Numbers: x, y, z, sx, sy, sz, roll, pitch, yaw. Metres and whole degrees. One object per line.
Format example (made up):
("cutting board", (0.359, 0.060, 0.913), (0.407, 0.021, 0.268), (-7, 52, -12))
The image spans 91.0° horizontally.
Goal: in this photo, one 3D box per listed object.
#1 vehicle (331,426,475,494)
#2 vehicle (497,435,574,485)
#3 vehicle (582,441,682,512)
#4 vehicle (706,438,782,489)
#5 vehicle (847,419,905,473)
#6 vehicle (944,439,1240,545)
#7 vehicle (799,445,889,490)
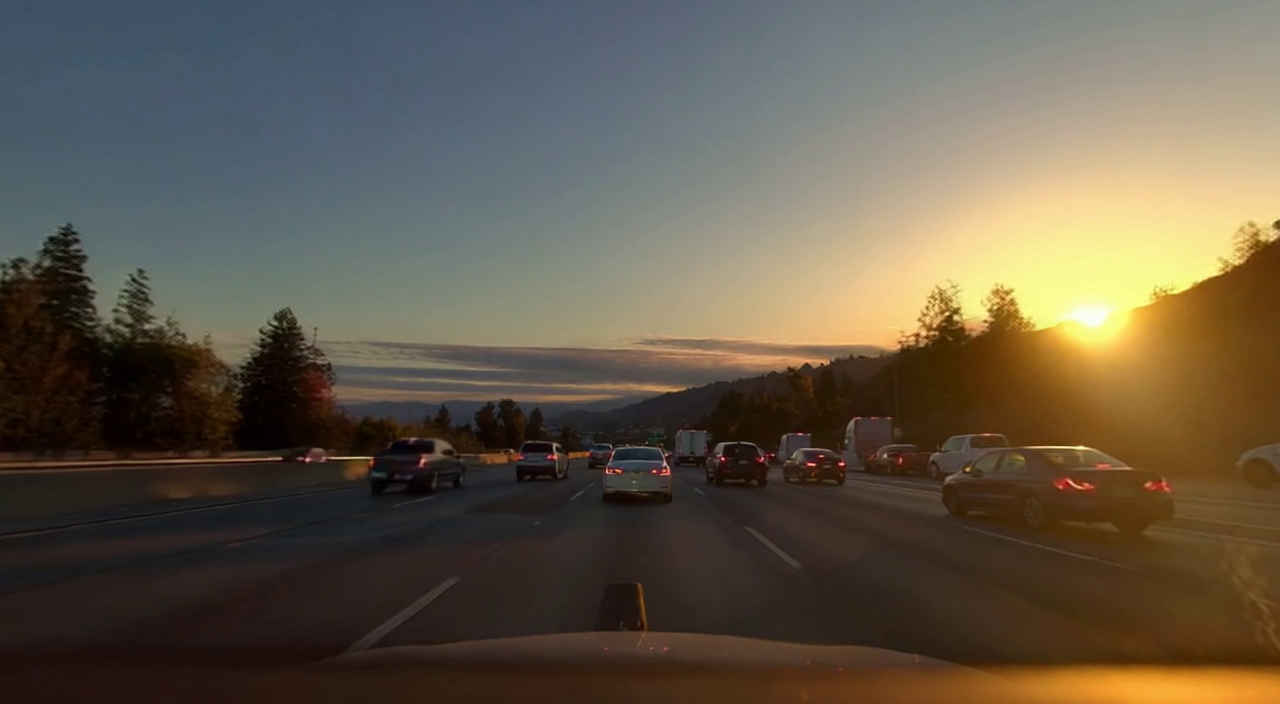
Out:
("vehicle", (-7.843, 3.675, 21.768), (2.487, 1.986, 6.157), (0, -9, 1))
("vehicle", (-3.883, 4.130, 24.295), (2.079, 1.741, 4.436), (0, -9, 2))
("vehicle", (-0.143, 2.973, 15.501), (2.132, 1.499, 4.038), (0, -9, 1))
("vehicle", (3.637, 3.993, 22.836), (2.053, 1.666, 4.106), (0, -9, 0))
("vehicle", (17.375, 6.942, 46.556), (2.777, 3.740, 3.338), (1, -9, -1))
("vehicle", (7.628, 2.371, 11.380), (2.021, 1.505, 4.480), (0, -9, 0))
("vehicle", (7.411, 4.225, 23.359), (1.942, 1.482, 4.250), (0, -9, 0))
